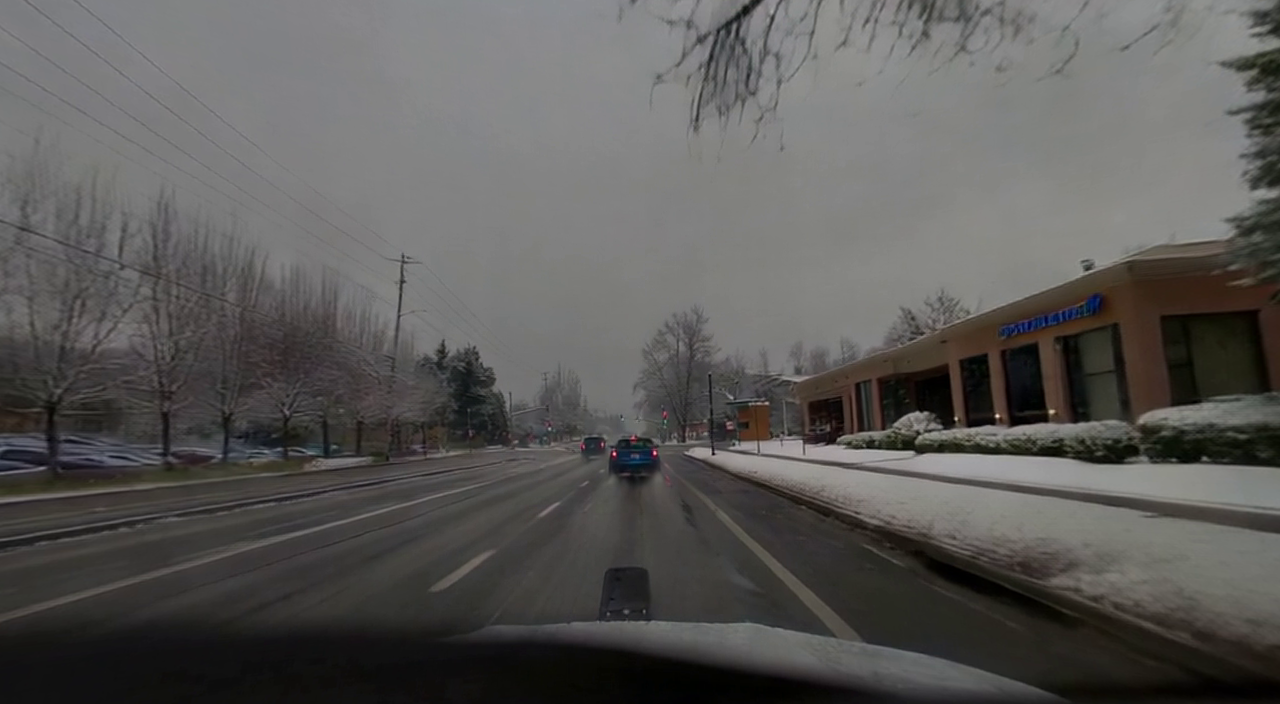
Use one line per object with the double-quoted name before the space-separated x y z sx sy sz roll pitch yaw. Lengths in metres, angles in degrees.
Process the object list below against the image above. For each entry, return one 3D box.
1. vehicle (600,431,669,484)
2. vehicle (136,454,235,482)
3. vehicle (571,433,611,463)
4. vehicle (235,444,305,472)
"vehicle" -0.140 3.558 21.585 2.108 1.612 4.246 0 -8 1
"vehicle" -26.312 6.673 36.539 4.553 1.479 1.768 -1 -8 7
"vehicle" -3.168 6.359 42.116 2.064 1.859 5.154 0 -8 2
"vehicle" -24.450 7.012 41.843 1.791 1.724 4.432 0 -8 2
